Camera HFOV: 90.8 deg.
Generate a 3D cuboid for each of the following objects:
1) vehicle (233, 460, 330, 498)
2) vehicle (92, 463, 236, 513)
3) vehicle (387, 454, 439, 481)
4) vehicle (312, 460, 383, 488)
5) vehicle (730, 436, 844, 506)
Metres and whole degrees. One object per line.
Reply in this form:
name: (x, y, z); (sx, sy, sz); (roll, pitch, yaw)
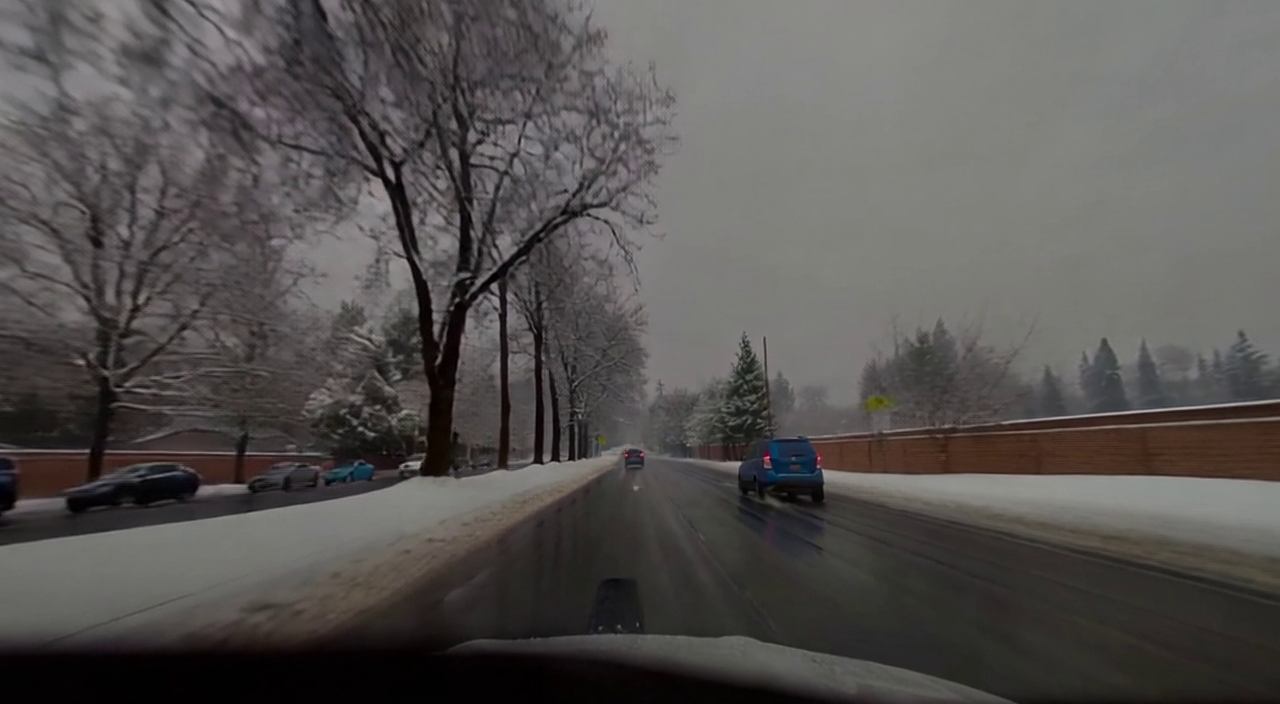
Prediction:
vehicle: (-17.468, 6.188, 31.076); (2.099, 1.558, 4.533); (-1, -8, 0)
vehicle: (-17.097, 4.870, 22.998); (1.933, 1.494, 4.259); (0, -8, 0)
vehicle: (-17.412, 8.886, 48.743); (2.096, 1.816, 5.362); (-4, -9, -1)
vehicle: (-17.687, 7.397, 38.500); (2.071, 1.489, 4.724); (-1, -9, 0)
vehicle: (4.074, 3.386, 18.407); (2.155, 1.752, 4.456); (0, -9, -1)
